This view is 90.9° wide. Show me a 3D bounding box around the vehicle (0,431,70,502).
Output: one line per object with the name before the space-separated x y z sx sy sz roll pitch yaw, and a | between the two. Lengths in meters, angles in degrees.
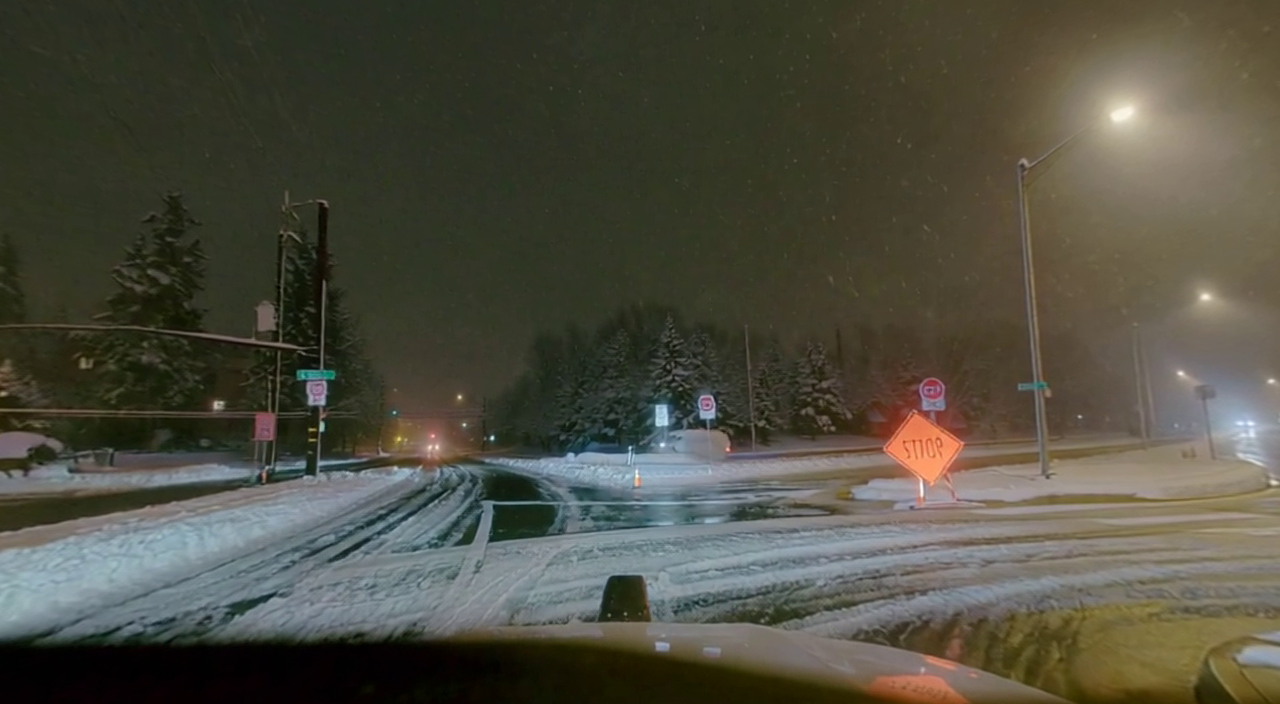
vehicle | -17.253 3.099 17.343 2.159 1.734 4.292 7 -11 -41

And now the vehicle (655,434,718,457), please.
vehicle | 3.270 6.690 45.013 4.302 1.628 1.957 0 -9 0
